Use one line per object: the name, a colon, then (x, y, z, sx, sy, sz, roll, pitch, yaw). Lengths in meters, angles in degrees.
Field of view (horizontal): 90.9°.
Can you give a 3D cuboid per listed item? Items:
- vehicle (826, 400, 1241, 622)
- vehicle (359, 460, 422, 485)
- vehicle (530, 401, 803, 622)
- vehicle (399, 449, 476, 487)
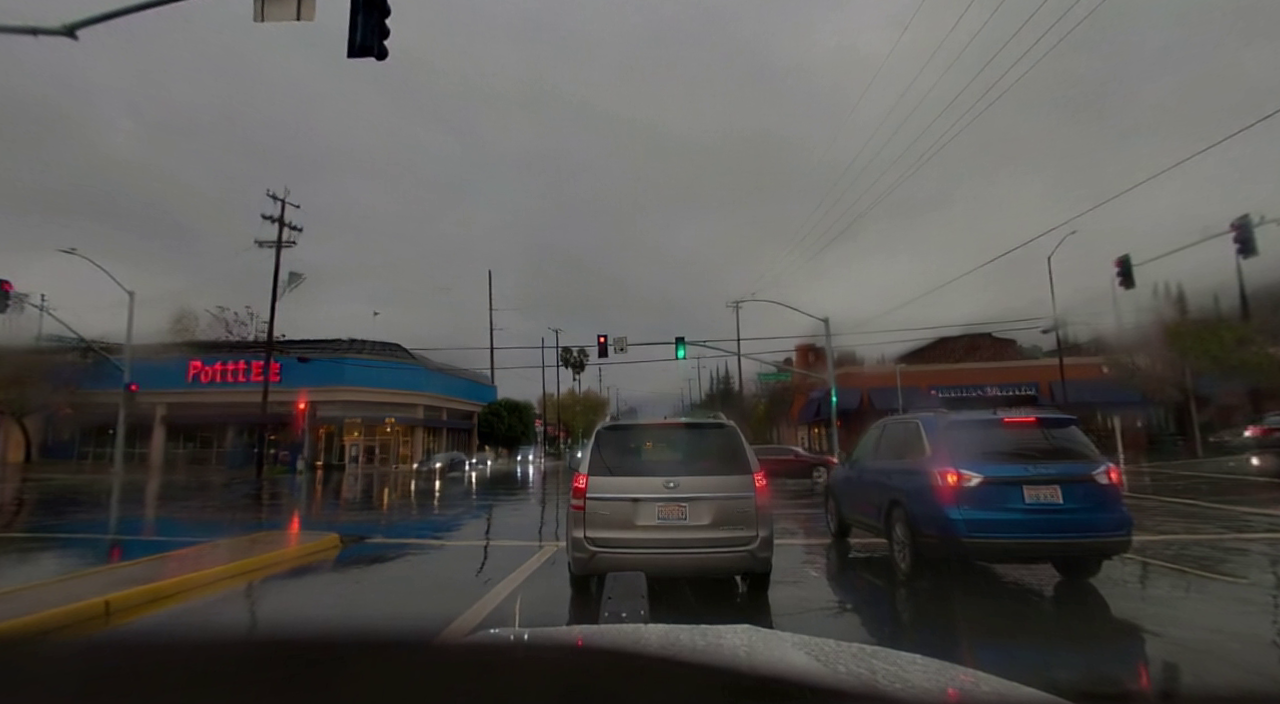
vehicle: (3.613, 1.518, 6.967, 1.976, 1.664, 4.189, -1, -8, 2)
vehicle: (-16.271, 7.835, 41.351, 1.872, 1.433, 4.404, -1, -8, 7)
vehicle: (0.251, 1.513, 6.844, 2.098, 1.682, 3.778, 0, -8, 2)
vehicle: (-10.051, 5.761, 31.718, 2.023, 1.713, 4.451, -1, -8, 5)
